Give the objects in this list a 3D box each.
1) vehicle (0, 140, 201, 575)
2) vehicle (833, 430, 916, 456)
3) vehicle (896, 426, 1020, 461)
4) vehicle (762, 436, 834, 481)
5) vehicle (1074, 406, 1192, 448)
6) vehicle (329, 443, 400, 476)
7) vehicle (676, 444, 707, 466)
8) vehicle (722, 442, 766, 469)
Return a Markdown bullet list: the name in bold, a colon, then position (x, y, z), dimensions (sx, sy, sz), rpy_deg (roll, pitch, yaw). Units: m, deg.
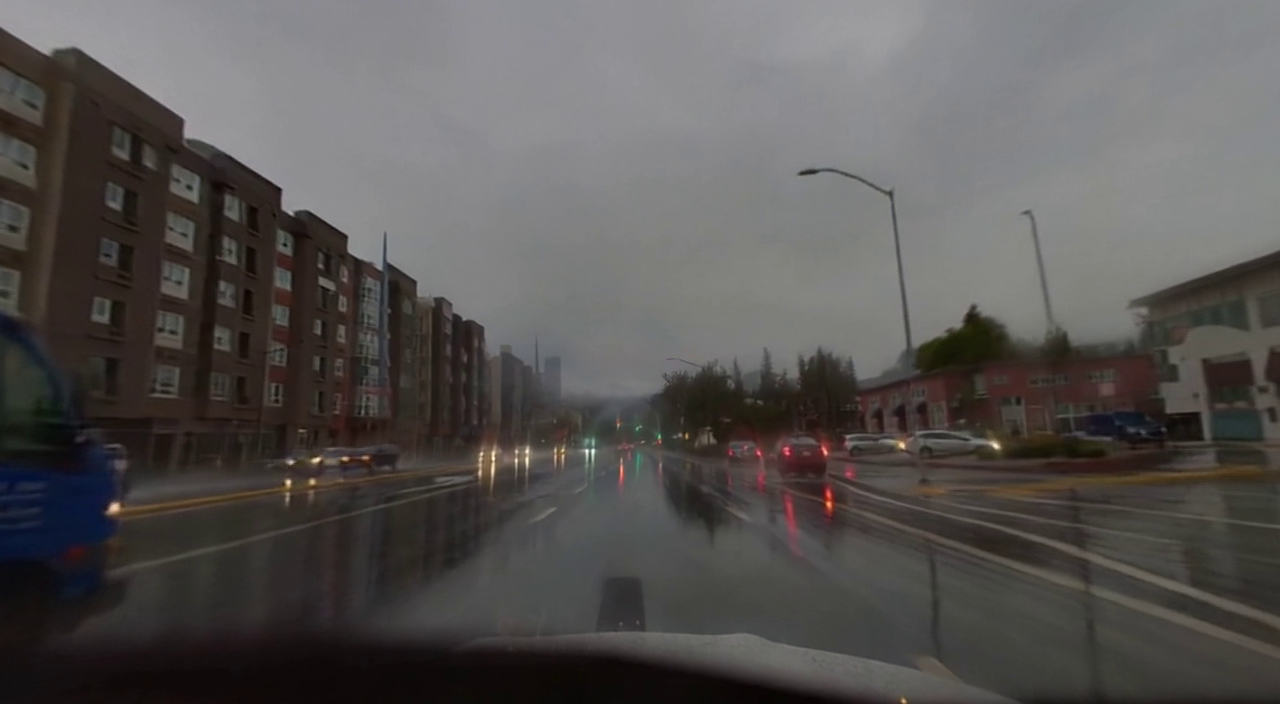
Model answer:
- **vehicle**: position (-5.737, -0.225, 2.449), dimensions (2.763, 2.974, 7.562), rpy_deg (0, -8, -2)
- **vehicle**: position (15.048, 5.856, 40.707), dimensions (4.527, 1.637, 1.887), rpy_deg (0, -8, -1)
- **vehicle**: position (15.233, 4.410, 30.495), dimensions (4.830, 1.605, 1.982), rpy_deg (-1, -9, 4)
- **vehicle**: position (6.635, 4.517, 27.101), dimensions (2.175, 1.770, 4.373), rpy_deg (-1, -8, 3)
- **vehicle**: position (30.715, 4.748, 39.539), dimensions (5.204, 2.465, 2.316), rpy_deg (-1, -8, 5)
- **vehicle**: position (-15.161, 5.905, 35.084), dimensions (2.014, 1.700, 4.308), rpy_deg (0, -8, 0)
- **vehicle**: position (3.741, 7.505, 46.354), dimensions (1.878, 1.534, 4.120), rpy_deg (0, -8, 0)
- **vehicle**: position (6.881, 6.861, 42.169), dimensions (2.063, 1.631, 4.507), rpy_deg (0, -8, -1)
